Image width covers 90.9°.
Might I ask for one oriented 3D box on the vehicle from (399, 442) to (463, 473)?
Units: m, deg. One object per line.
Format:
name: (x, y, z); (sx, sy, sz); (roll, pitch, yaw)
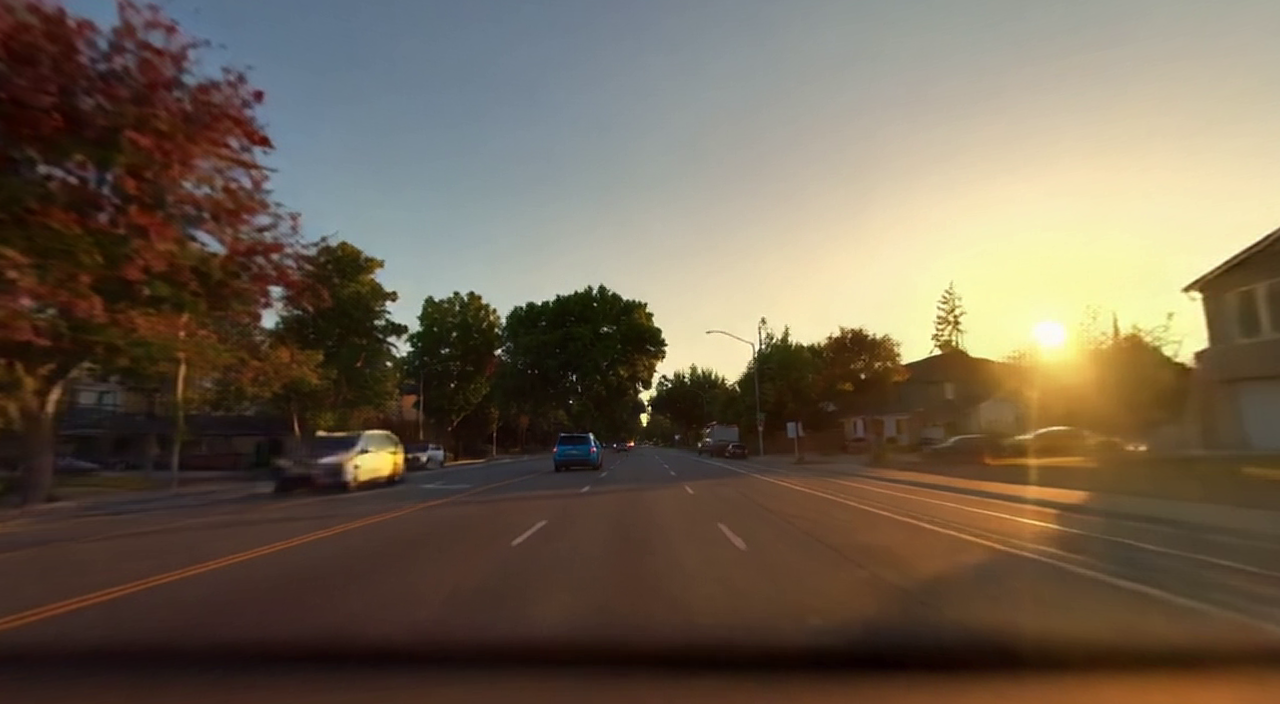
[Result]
vehicle: (-12.516, 6.328, 38.140); (2.210, 1.720, 4.800); (0, -8, 0)

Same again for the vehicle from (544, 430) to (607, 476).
vehicle: (-2.747, 4.447, 27.975); (2.179, 1.851, 4.756); (0, -8, 1)

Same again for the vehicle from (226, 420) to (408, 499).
vehicle: (-9.210, 3.139, 18.805); (2.302, 1.969, 5.769); (0, -8, 1)
